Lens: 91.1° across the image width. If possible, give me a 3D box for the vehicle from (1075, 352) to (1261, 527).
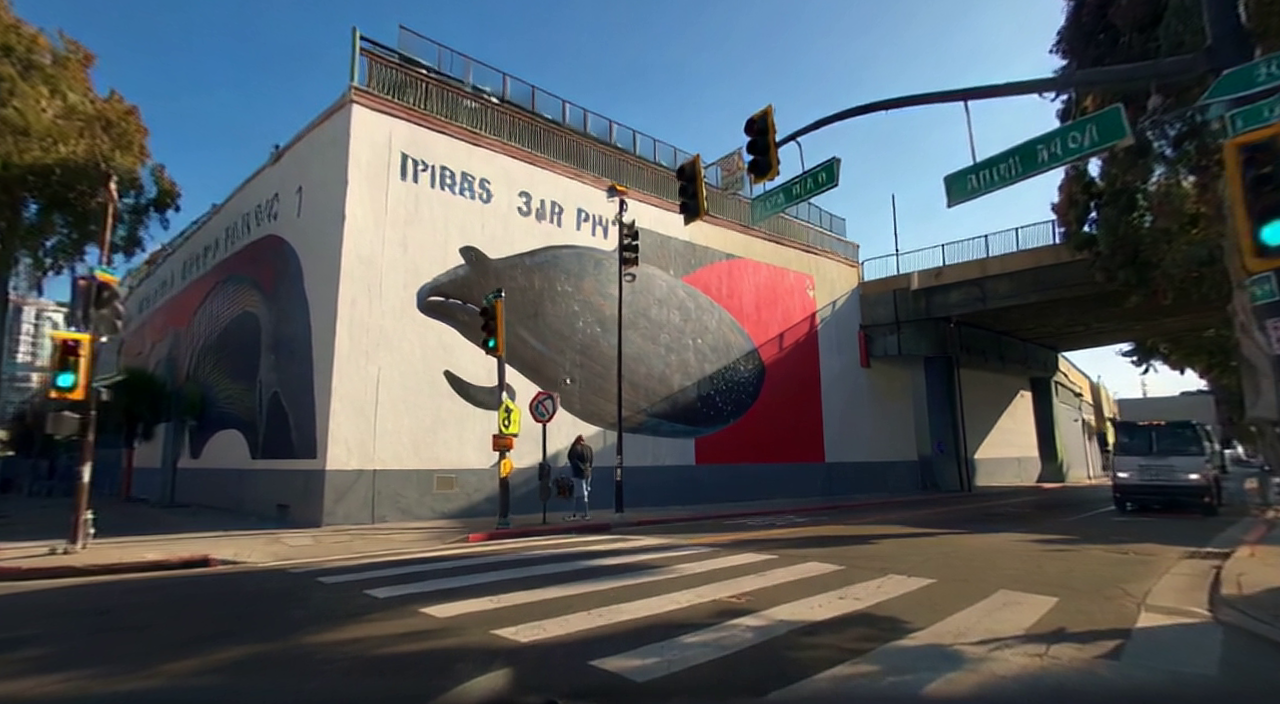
[{"bbox_3d":[15.700,2.556,18.309,9.347,3.893,2.849,8,-12,-44],"label":"vehicle"}]
